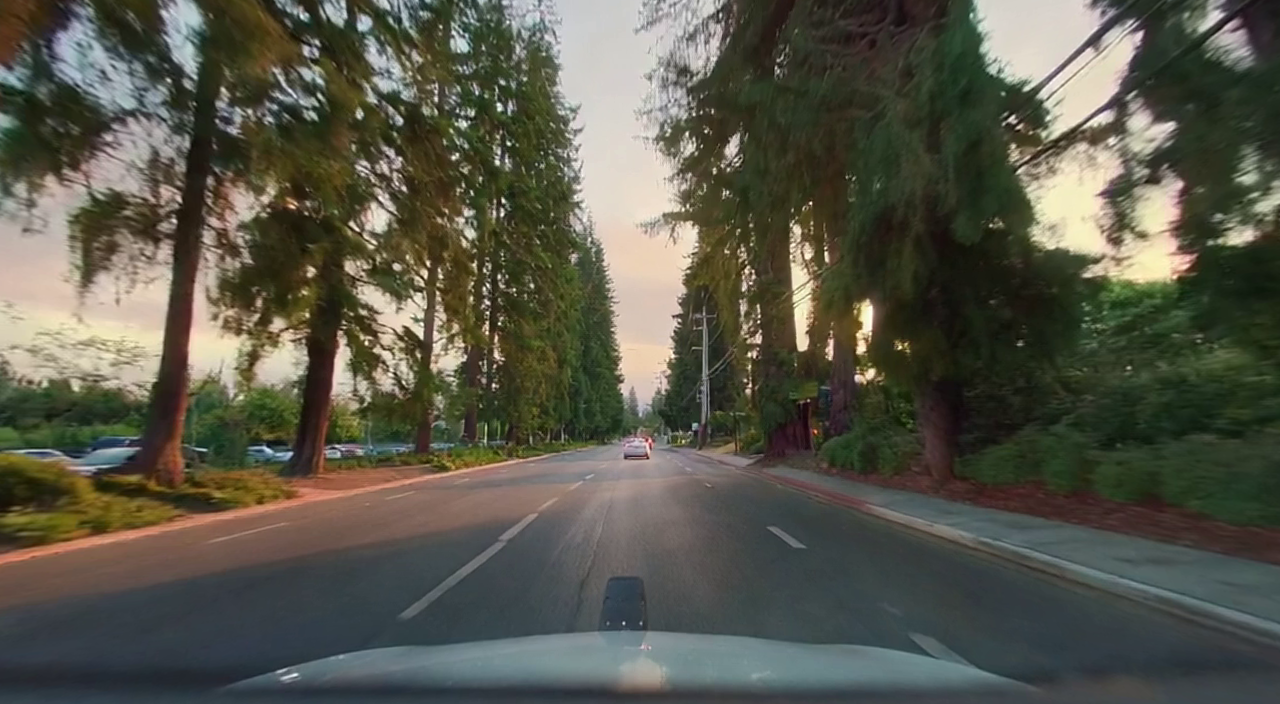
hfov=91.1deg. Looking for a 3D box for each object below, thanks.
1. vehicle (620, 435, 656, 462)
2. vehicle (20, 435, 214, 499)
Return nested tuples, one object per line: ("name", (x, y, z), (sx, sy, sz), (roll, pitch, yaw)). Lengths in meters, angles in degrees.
("vehicle", (-0.124, 5.569, 36.372), (1.991, 1.463, 3.988), (0, -8, 0))
("vehicle", (-15.896, 3.493, 19.493), (2.163, 1.738, 4.393), (0, -8, 0))
